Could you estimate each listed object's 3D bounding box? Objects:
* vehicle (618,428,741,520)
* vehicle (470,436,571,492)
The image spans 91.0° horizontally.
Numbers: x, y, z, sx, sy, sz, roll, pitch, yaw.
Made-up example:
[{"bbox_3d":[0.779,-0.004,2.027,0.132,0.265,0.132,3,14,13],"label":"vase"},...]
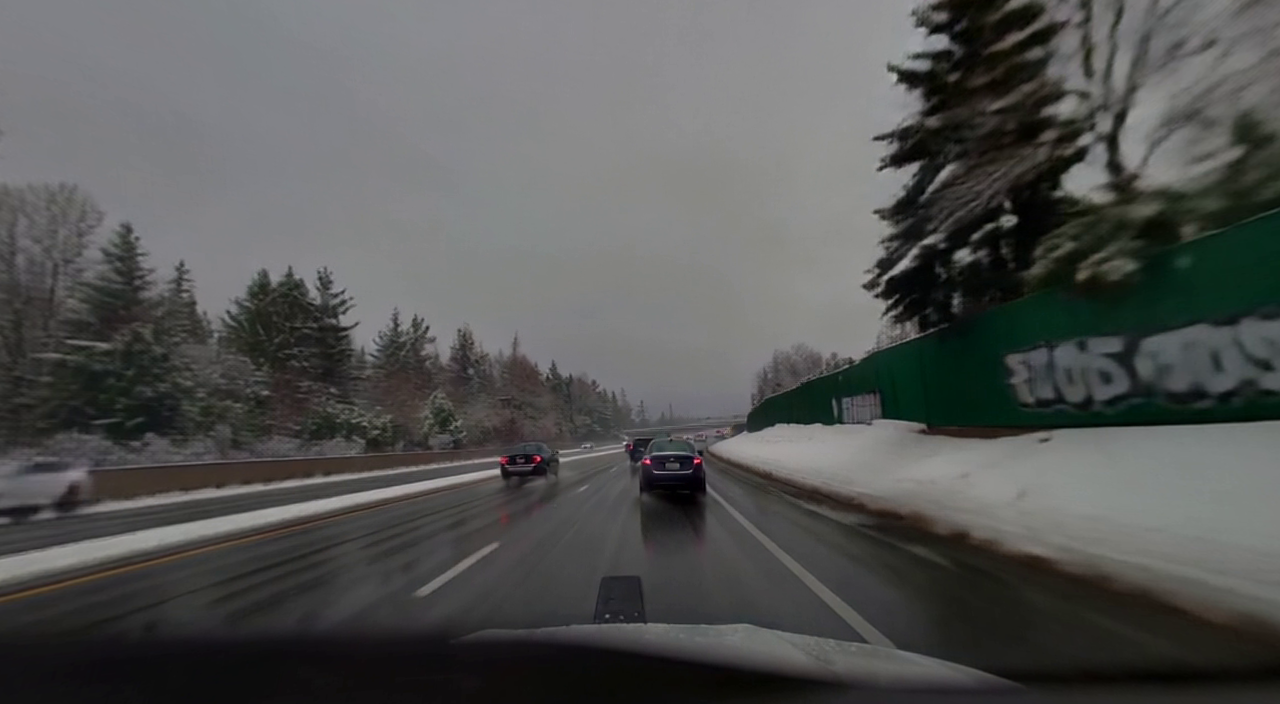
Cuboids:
[{"bbox_3d":[0.702,2.353,12.647,2.077,1.533,3.854,0,-8,1],"label":"vehicle"},{"bbox_3d":[-3.425,3.297,18.877,2.059,1.471,4.152,0,-8,2],"label":"vehicle"}]
